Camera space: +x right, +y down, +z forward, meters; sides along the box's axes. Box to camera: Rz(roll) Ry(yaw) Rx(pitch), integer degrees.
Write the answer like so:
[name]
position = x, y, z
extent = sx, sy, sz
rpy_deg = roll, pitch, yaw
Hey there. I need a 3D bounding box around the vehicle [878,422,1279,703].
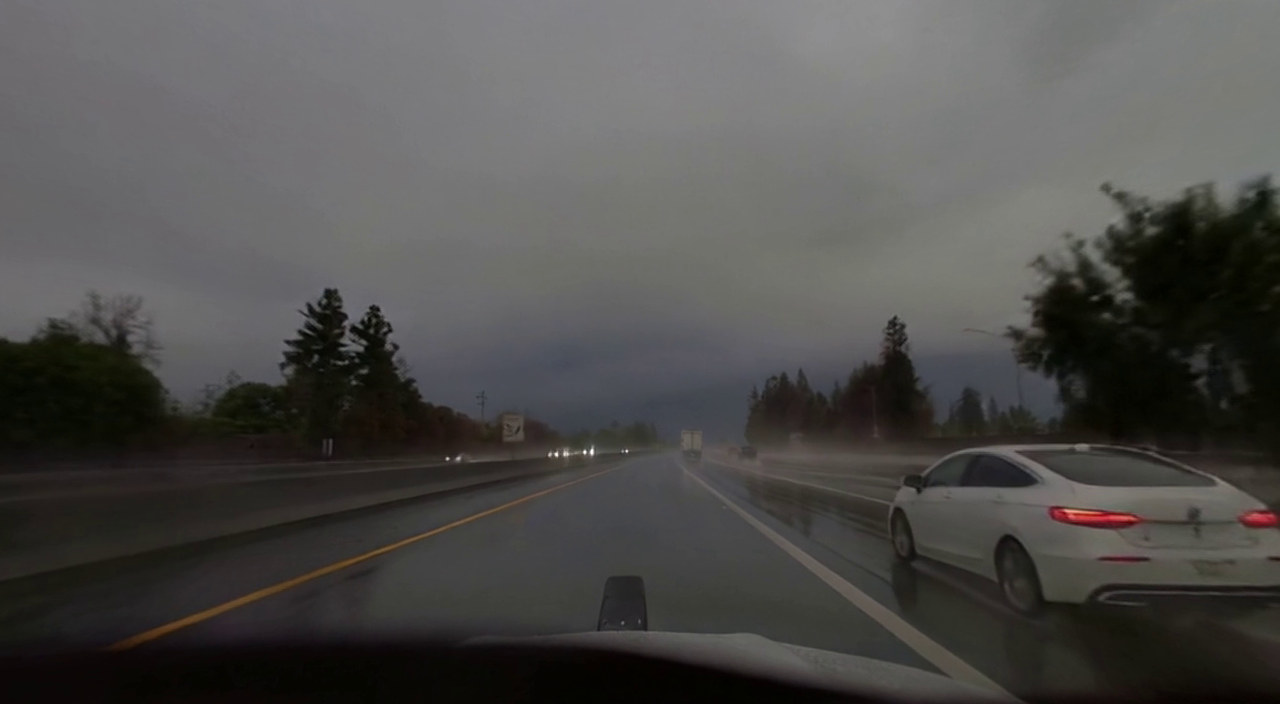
[vehicle]
position = 3.813, 1.418, 5.333
extent = 1.938, 1.456, 4.204
rpy_deg = 0, -9, 0
